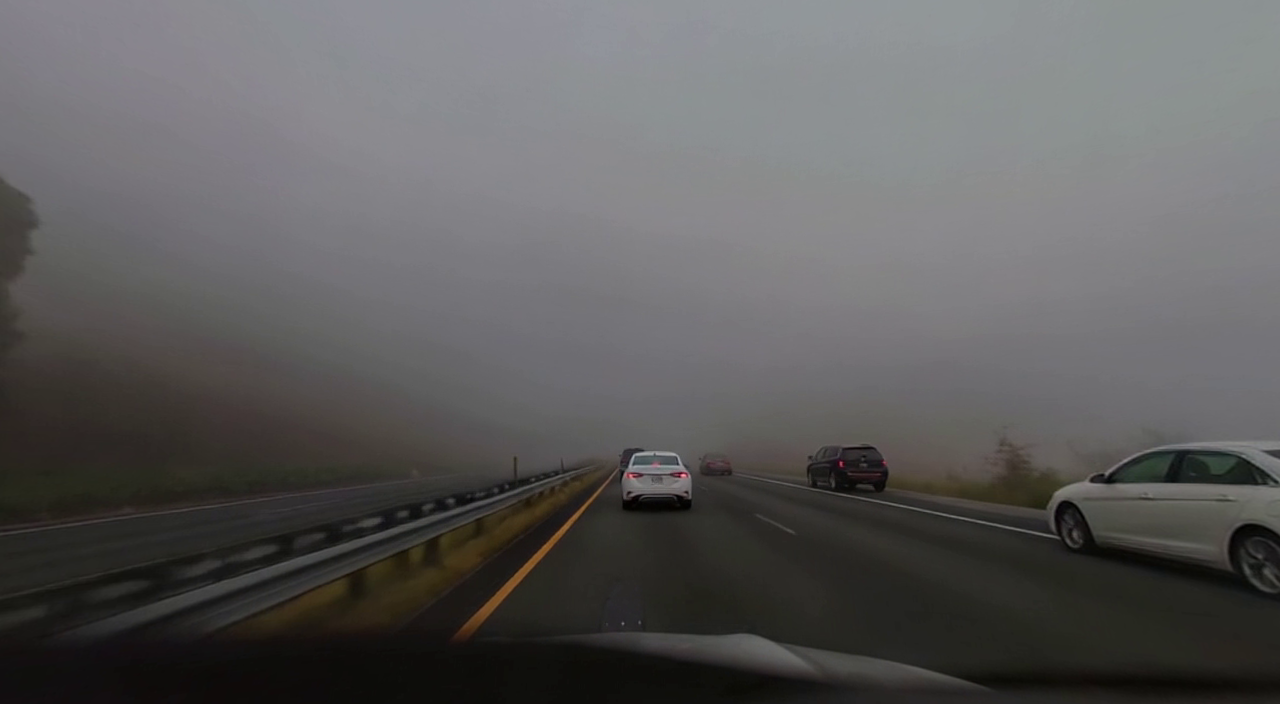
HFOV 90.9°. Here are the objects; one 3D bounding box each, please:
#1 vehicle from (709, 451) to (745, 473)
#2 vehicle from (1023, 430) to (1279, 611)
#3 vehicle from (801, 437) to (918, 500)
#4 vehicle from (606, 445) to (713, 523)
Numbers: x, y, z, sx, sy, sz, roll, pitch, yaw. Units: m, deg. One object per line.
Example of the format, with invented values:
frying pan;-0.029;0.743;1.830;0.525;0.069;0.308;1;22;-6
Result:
vehicle;6.138;7.782;44.716;1.921;1.451;3.841;0;-9;-1
vehicle;6.270;1.598;6.530;1.965;1.484;4.090;0;-9;0
vehicle;6.549;3.531;19.414;1.980;1.702;4.235;0;-9;-1
vehicle;0.369;2.871;14.183;2.076;1.485;3.774;0;-9;0
